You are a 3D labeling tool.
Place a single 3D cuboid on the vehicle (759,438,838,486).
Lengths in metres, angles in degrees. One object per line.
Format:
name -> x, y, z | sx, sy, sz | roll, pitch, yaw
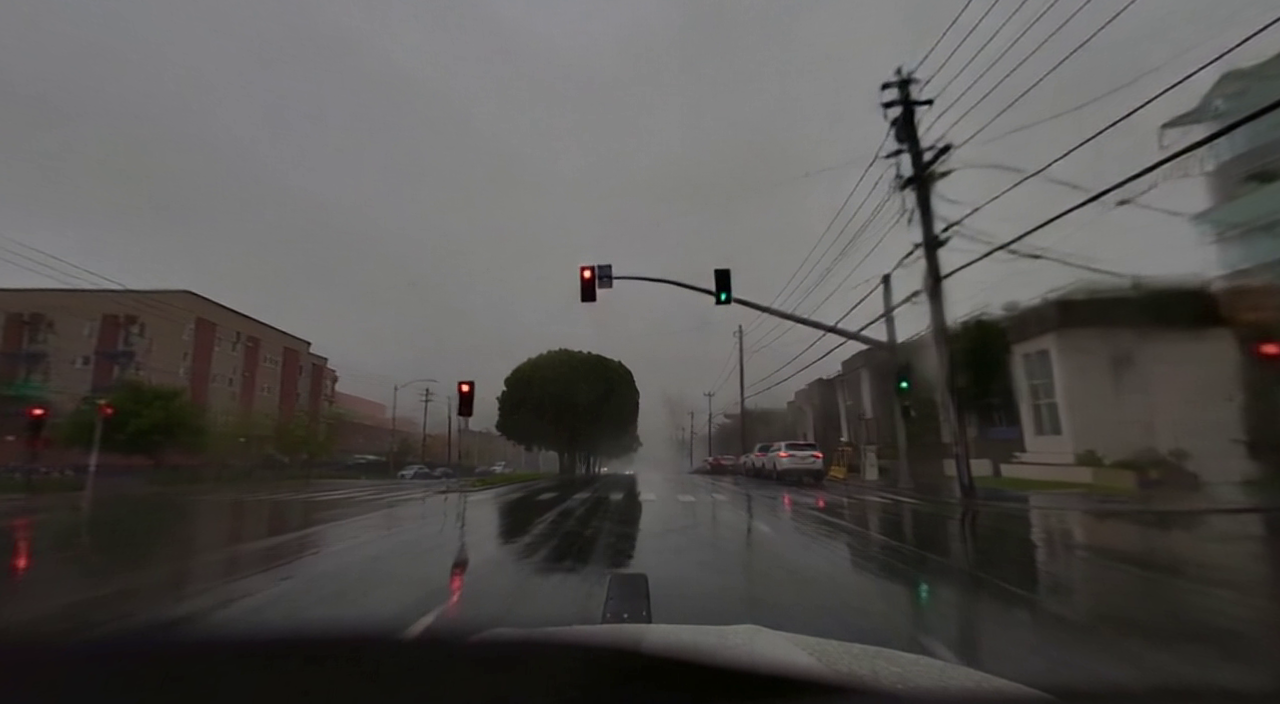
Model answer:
vehicle -> 6.913, 4.854, 28.118 | 2.148, 1.904, 4.910 | 0, -9, -1
